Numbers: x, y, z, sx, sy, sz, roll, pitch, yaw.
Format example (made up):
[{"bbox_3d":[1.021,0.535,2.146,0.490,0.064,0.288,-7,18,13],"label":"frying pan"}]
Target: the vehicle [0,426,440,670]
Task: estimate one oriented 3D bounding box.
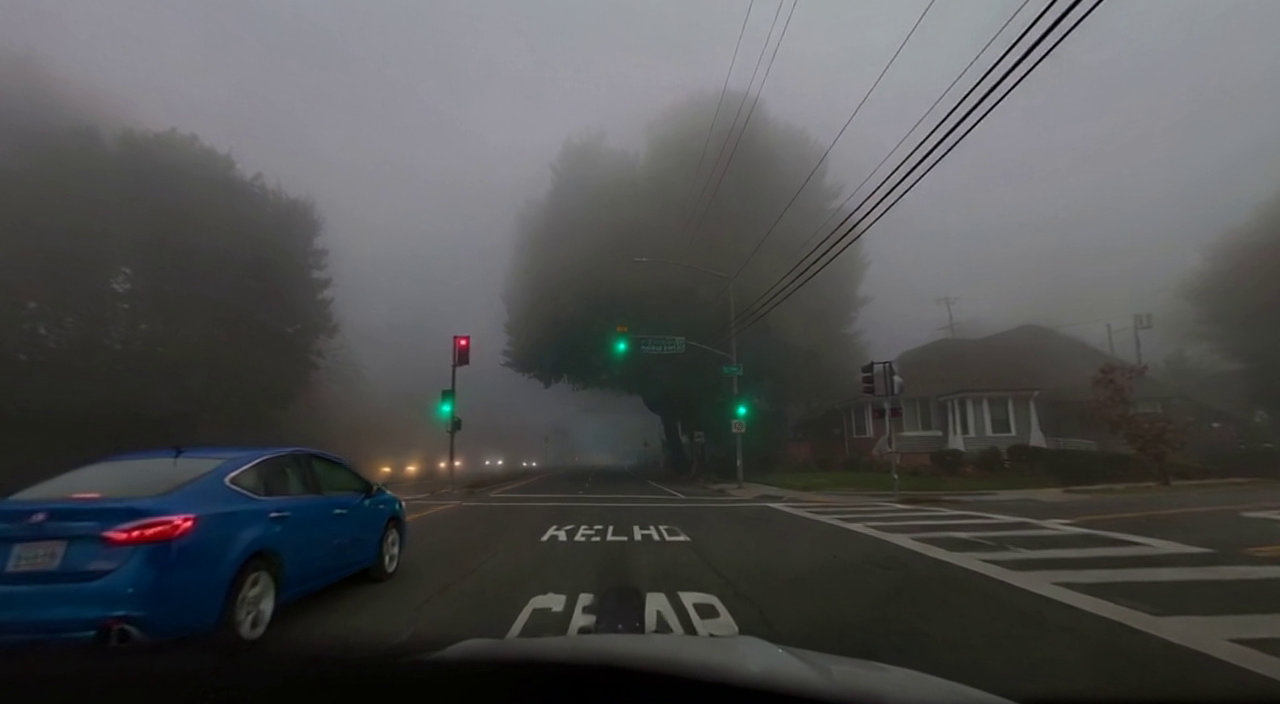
[{"bbox_3d":[-3.724,1.572,6.273,1.980,1.508,4.502,0,-9,0],"label":"vehicle"}]
